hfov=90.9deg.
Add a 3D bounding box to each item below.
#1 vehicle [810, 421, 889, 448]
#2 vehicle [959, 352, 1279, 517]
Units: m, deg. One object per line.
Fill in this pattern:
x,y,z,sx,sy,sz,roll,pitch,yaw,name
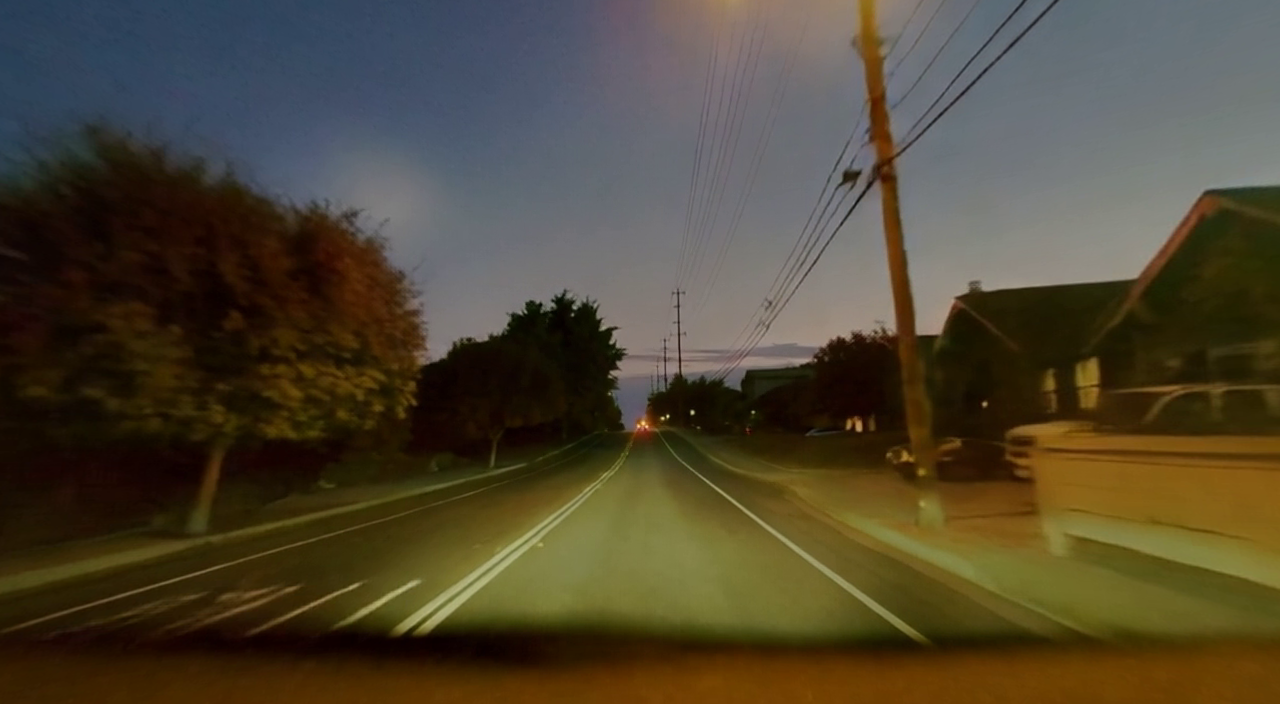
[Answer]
15.178,6.008,45.647,5.046,1.548,2.174,-8,-11,25,vehicle
9.234,1.354,10.730,6.133,2.254,2.383,-3,-10,-2,vehicle
